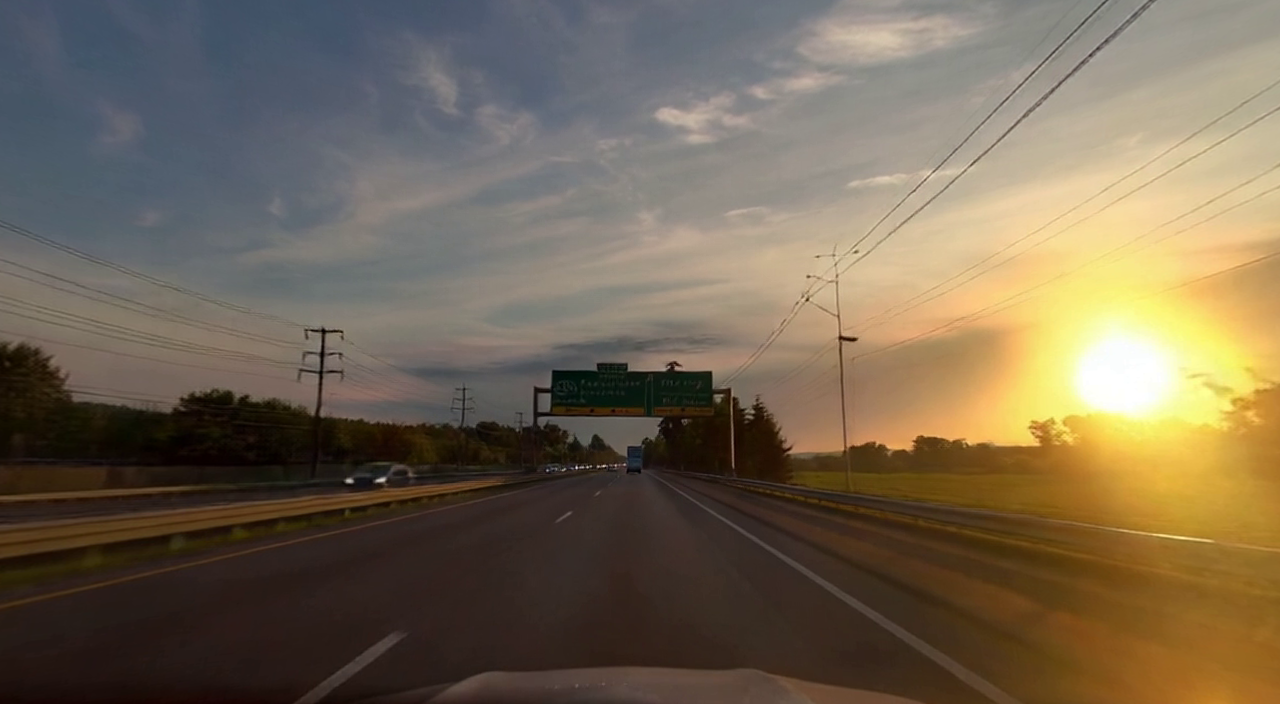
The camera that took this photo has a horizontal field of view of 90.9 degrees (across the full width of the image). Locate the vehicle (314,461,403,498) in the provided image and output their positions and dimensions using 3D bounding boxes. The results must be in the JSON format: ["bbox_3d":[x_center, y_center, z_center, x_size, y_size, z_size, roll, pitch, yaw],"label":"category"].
[{"bbox_3d":[-12.038,5.478,27.279,1.908,1.412,4.119,1,-10,0],"label":"vehicle"}]
